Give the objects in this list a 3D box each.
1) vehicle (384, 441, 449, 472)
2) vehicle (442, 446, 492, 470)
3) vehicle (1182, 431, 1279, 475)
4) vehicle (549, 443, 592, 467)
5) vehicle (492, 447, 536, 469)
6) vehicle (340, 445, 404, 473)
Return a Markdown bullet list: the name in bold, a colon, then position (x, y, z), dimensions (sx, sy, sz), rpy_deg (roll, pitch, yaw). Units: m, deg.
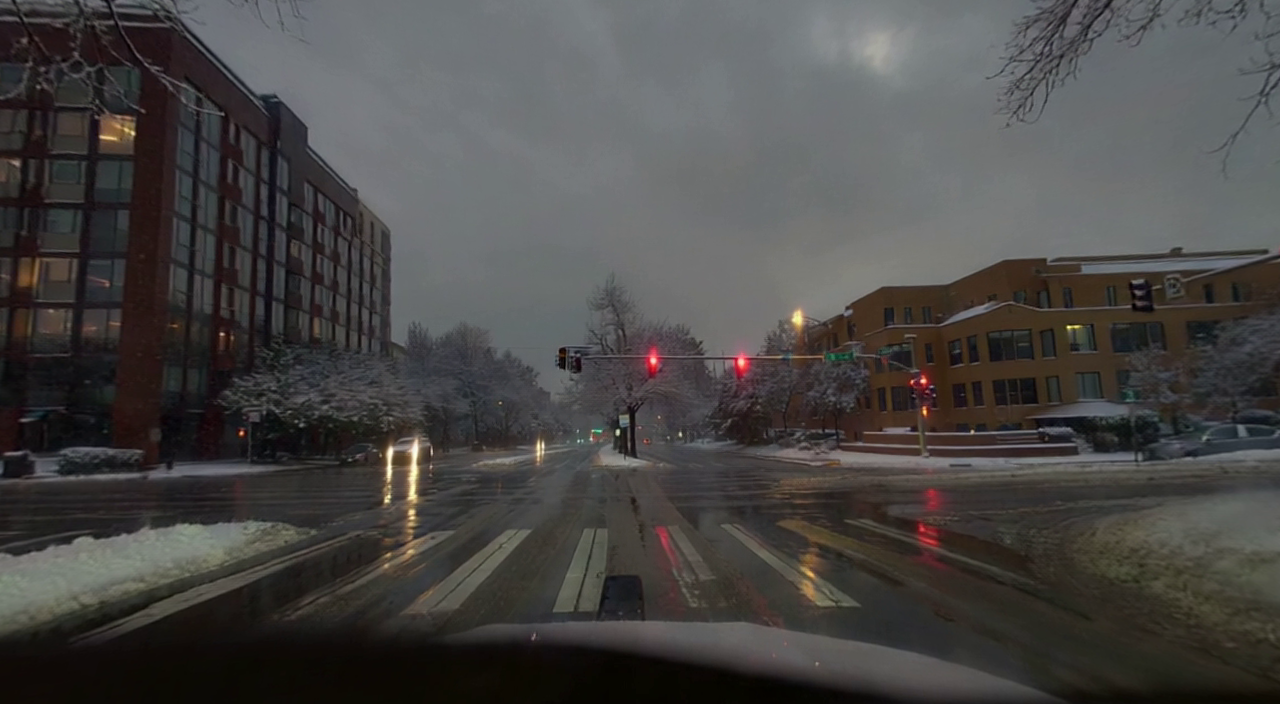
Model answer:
- **vehicle**: position (-15.144, 7.127, 43.249), dimensions (2.340, 1.946, 5.450), rpy_deg (-1, -9, 1)
- **vehicle**: position (-11.651, 7.152, 42.820), dimensions (2.003, 1.476, 4.297), rpy_deg (-1, -9, 2)
- **vehicle**: position (22.315, 3.564, 22.373), dimensions (4.474, 1.477, 1.908), rpy_deg (0, -9, -3)
- **vehicle**: position (-4.510, 6.742, 41.669), dimensions (2.109, 1.461, 4.637), rpy_deg (-1, -9, 2)
- **vehicle**: position (-8.088, 6.824, 40.829), dimensions (1.910, 1.288, 4.093), rpy_deg (-1, -9, 1)
- **vehicle**: position (-18.555, 7.418, 44.094), dimensions (2.237, 1.842, 5.116), rpy_deg (0, -9, 0)
